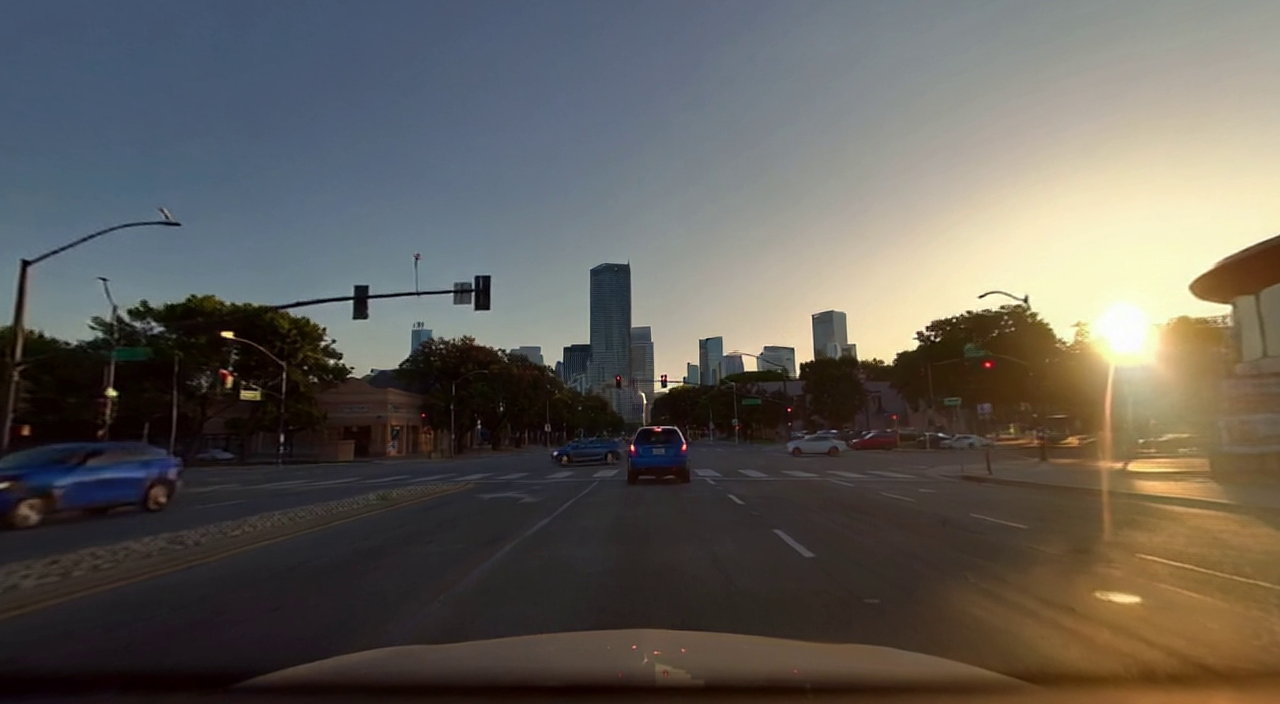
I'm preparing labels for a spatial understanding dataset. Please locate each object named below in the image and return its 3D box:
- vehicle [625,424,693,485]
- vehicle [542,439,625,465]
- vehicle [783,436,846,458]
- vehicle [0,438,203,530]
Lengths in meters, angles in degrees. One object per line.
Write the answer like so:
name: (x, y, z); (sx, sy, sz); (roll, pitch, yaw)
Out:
vehicle: (0.588, 3.327, 20.687); (1.994, 1.759, 4.186); (0, -8, 1)
vehicle: (-3.426, 6.102, 38.713); (4.705, 1.486, 2.013); (5, -10, -34)
vehicle: (12.371, 6.764, 44.906); (3.963, 1.480, 1.774); (0, -8, 1)
vehicle: (-12.321, 2.768, 13.925); (1.954, 1.673, 4.460); (-1, -8, 3)
